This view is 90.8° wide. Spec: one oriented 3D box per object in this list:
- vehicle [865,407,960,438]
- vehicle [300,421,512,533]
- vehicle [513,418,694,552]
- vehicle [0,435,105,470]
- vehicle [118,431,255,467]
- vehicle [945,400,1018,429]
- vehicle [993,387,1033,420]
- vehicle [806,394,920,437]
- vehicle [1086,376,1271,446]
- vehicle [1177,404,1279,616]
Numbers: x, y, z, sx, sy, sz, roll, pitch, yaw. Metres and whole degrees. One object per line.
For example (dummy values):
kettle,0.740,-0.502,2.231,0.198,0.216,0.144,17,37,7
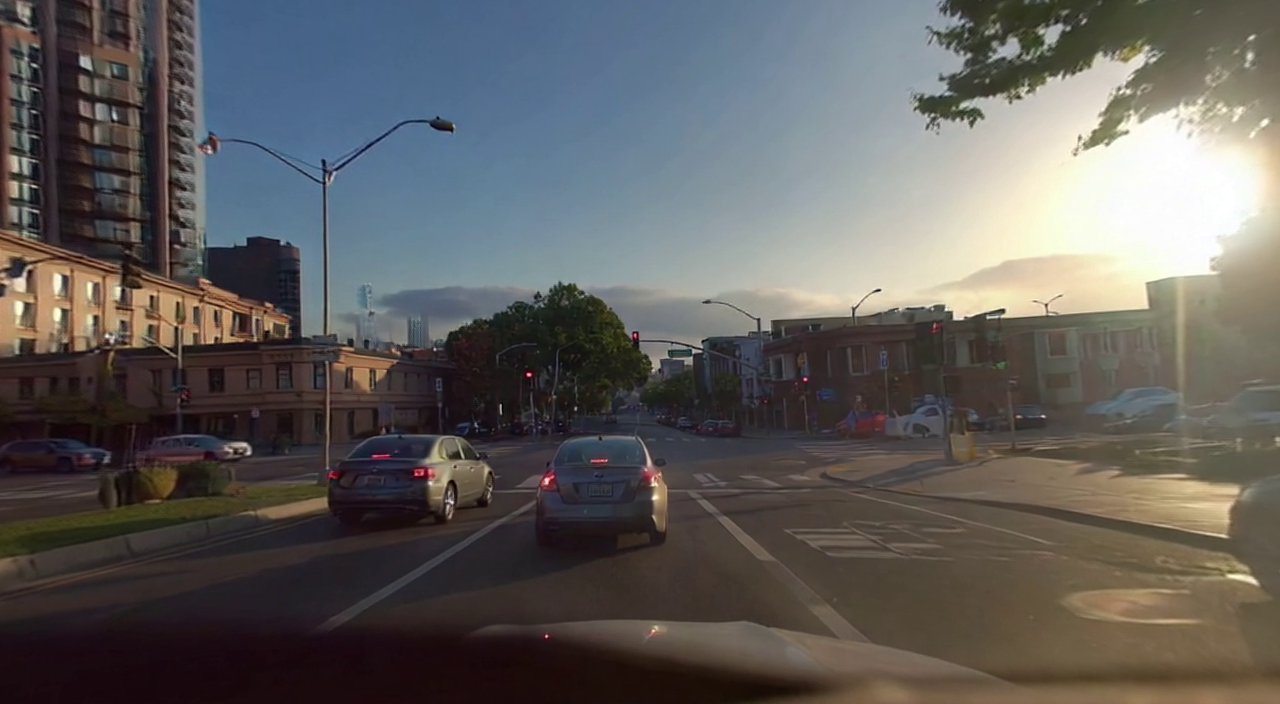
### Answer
vehicle,15.170,3.963,35.164,4.775,1.604,1.915,3,-9,-20
vehicle,-3.689,2.056,11.006,1.934,1.522,4.464,0,-8,1
vehicle,-0.431,1.827,9.305,2.082,1.520,3.896,0,-8,0
vehicle,-32.437,5.498,34.568,4.280,1.857,2.136,0,-8,1
vehicle,-19.377,4.160,27.145,4.453,1.471,1.921,-1,-8,3
vehicle,21.144,3.920,39.082,5.017,1.542,2.055,6,-11,-38
vehicle,27.042,3.799,45.695,2.152,1.993,5.078,-6,-10,32
vehicle,13.778,4.008,39.033,6.541,2.480,2.259,3,-9,-19
vehicle,21.657,2.453,25.522,5.756,2.653,2.403,1,-9,-11
vehicle,6.193,1.074,3.748,1.904,1.705,4.510,0,-8,-2
